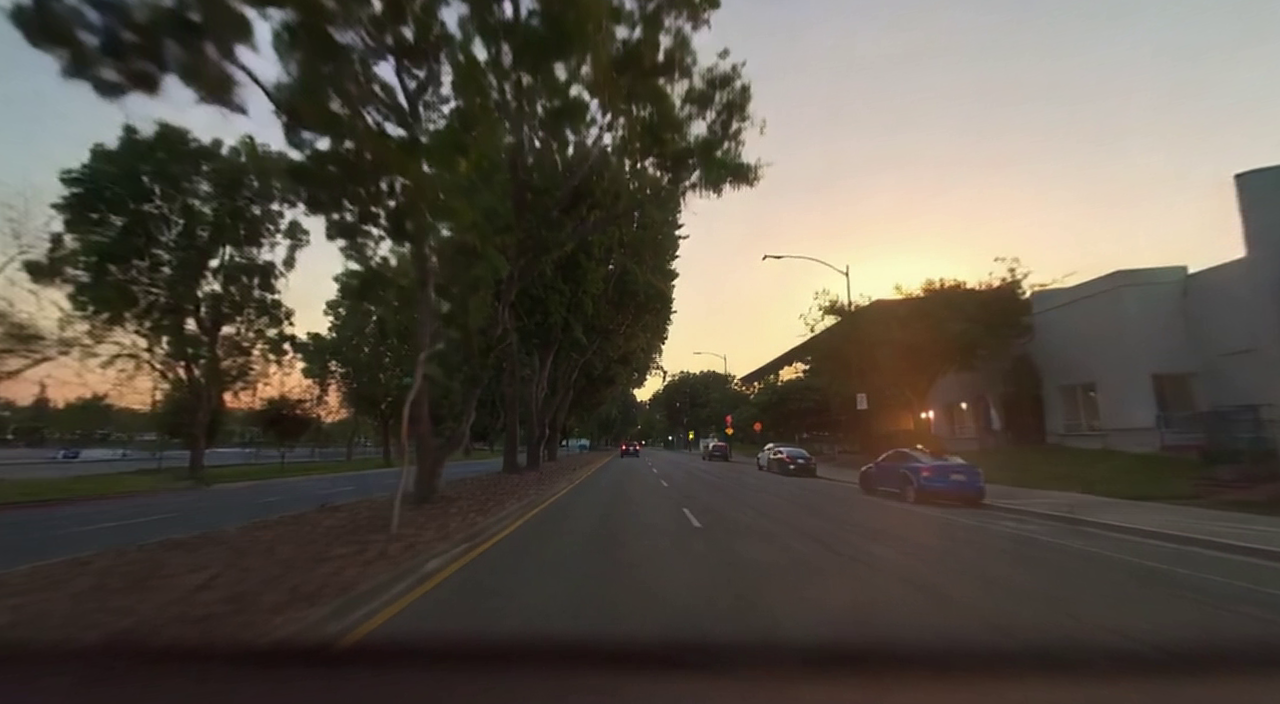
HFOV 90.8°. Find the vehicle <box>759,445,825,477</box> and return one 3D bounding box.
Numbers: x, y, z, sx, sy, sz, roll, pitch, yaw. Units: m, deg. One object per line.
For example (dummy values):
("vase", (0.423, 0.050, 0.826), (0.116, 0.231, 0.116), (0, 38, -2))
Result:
("vehicle", (7.390, 5.331, 31.163), (2.024, 1.447, 4.665), (0, -9, -1))

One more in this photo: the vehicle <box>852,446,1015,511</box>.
("vehicle", (7.424, 3.204, 16.639), (1.991, 1.446, 4.685), (0, -8, -1))
